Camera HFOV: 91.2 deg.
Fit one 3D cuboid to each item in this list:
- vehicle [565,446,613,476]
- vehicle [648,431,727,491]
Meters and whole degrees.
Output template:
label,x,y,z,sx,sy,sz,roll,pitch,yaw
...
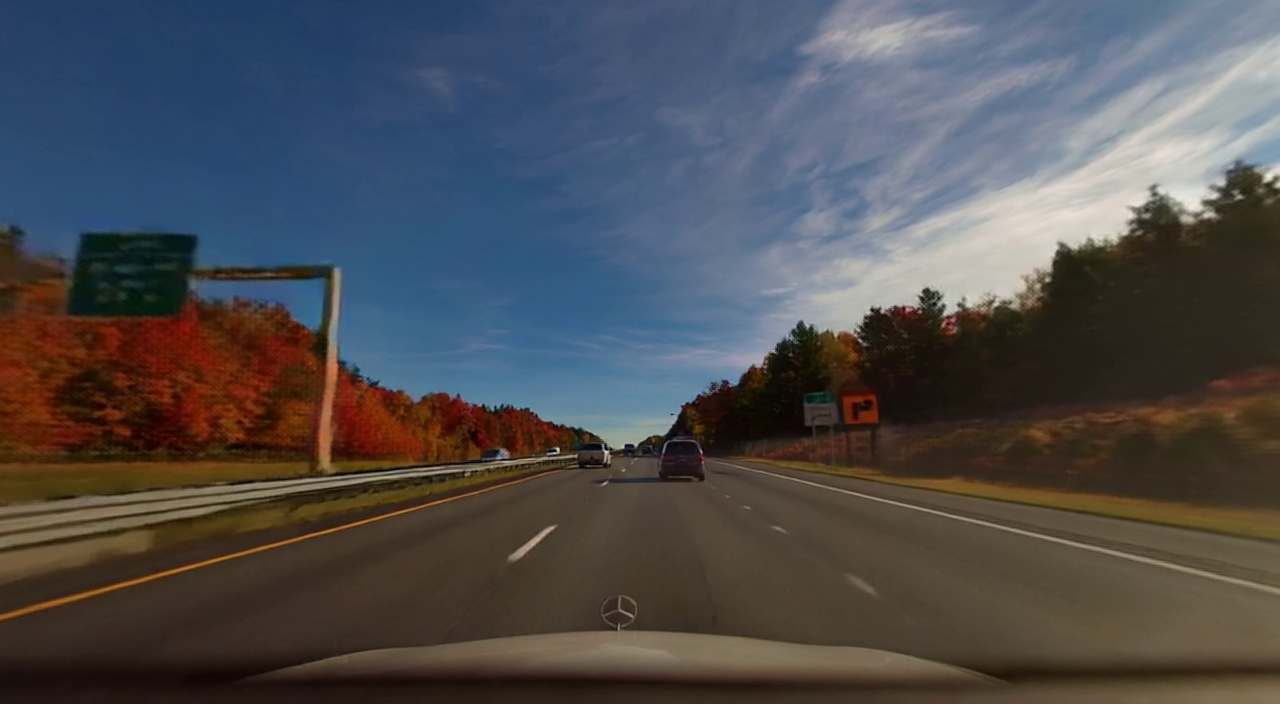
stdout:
label,x,y,z,sx,sy,sz,roll,pitch,yaw
vehicle,-2.505,5.472,31.696,2.037,1.418,3.793,-1,-9,2
vehicle,1.413,3.519,20.525,2.250,1.718,4.358,0,-9,0
